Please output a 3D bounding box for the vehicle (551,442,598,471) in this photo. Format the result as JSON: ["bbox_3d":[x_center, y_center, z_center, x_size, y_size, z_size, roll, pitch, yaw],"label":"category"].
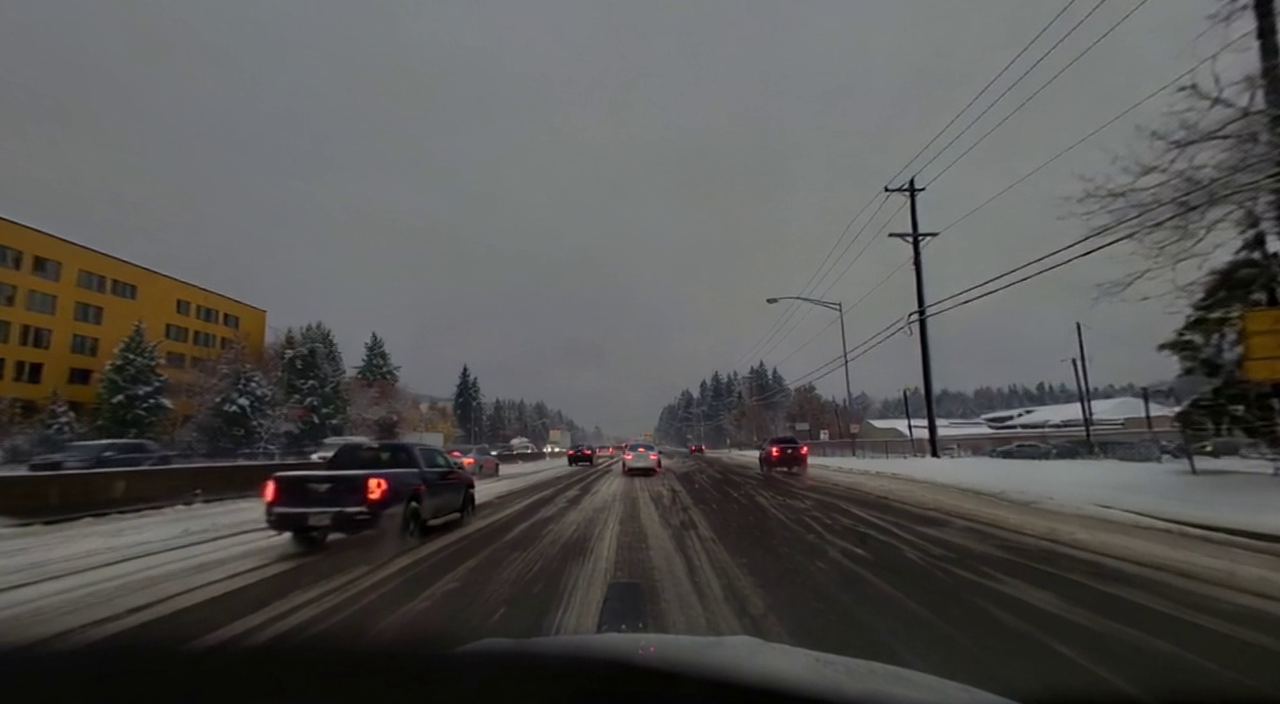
[{"bbox_3d":[-3.510,5.680,34.634,2.034,1.466,4.363,-1,-8,2],"label":"vehicle"}]

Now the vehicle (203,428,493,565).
[{"bbox_3d":[-3.827,1.957,9.457,2.059,1.508,4.662,-1,-8,1],"label":"vehicle"}]

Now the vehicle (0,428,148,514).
[{"bbox_3d":[-12.874,2.384,12.835,1.988,1.576,4.561,-1,-8,0],"label":"vehicle"}]

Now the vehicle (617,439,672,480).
[{"bbox_3d":[0.155,4.424,26.278,2.107,1.538,3.999,0,-8,0],"label":"vehicle"}]

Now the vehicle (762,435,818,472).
[{"bbox_3d":[7.822,5.318,33.331,2.106,1.817,4.845,-1,-8,4],"label":"vehicle"}]
